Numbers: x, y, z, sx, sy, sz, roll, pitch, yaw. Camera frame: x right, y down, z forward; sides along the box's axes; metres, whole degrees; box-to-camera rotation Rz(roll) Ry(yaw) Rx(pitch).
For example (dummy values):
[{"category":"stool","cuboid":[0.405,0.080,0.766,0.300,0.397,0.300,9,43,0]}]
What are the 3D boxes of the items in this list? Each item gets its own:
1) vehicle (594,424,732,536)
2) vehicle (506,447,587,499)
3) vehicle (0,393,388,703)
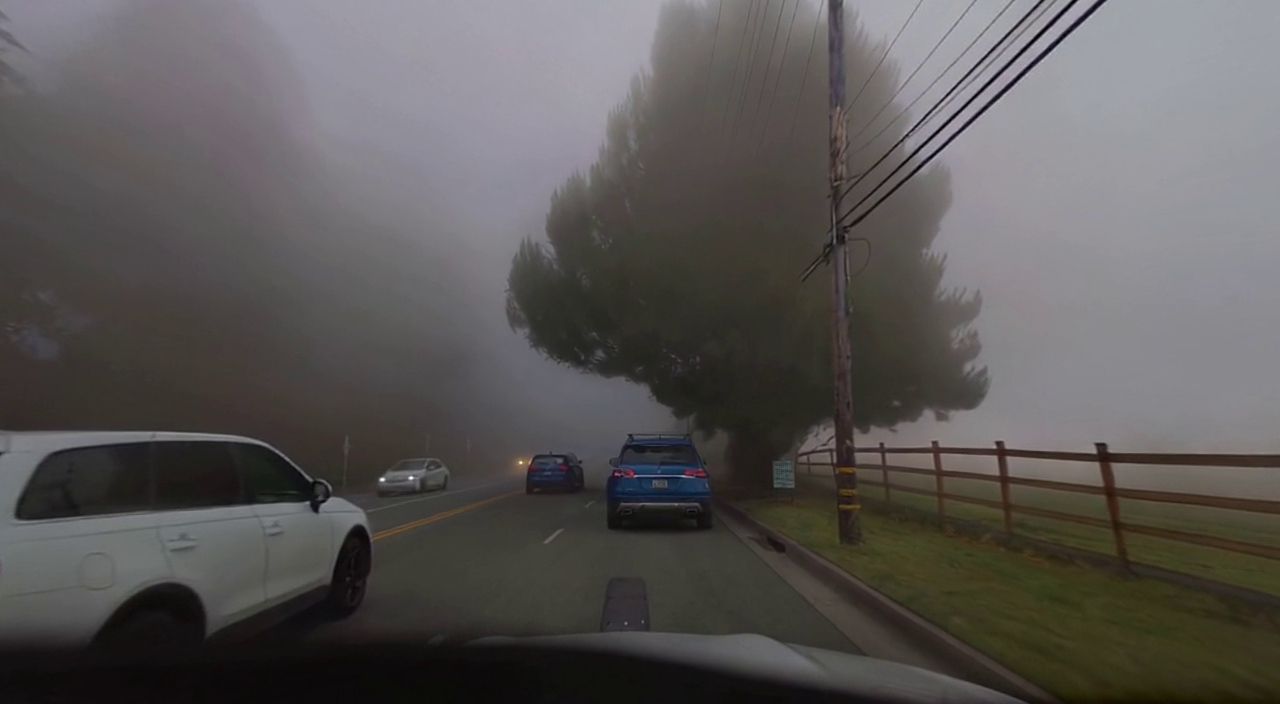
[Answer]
[{"category":"vehicle","cuboid":[0.385,2.345,12.120,2.174,1.749,4.113,0,-9,1]},{"category":"vehicle","cuboid":[-2.934,3.891,20.692,1.979,1.489,4.006,0,-9,1]},{"category":"vehicle","cuboid":[-3.344,1.129,3.538,2.033,1.574,4.132,0,-9,2]}]
